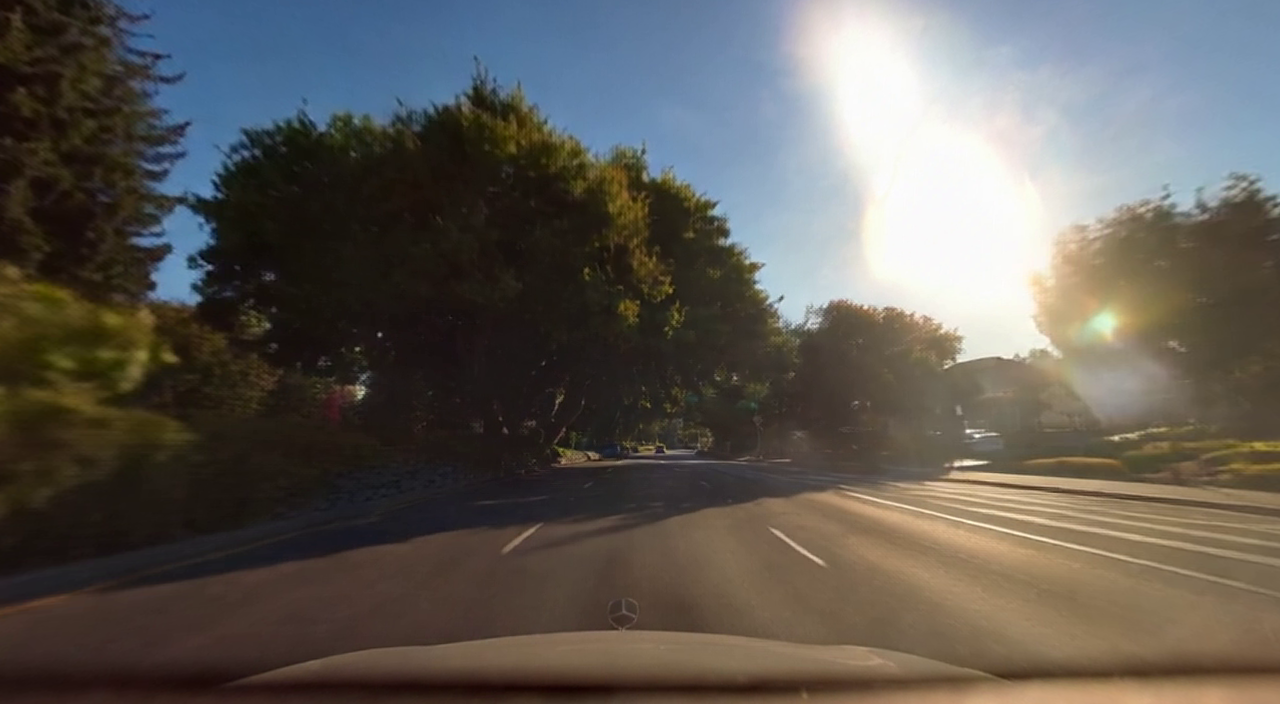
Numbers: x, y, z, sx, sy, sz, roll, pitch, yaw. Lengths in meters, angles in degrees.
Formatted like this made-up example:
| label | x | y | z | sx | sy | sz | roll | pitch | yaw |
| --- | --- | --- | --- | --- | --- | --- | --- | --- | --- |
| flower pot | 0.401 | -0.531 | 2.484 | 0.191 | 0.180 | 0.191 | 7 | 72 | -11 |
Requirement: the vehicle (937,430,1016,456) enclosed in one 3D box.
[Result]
| label | x | y | z | sx | sy | sz | roll | pitch | yaw |
| --- | --- | --- | --- | --- | --- | --- | --- | --- | --- |
| vehicle | 19.868 | 5.393 | 37.348 | 3.688 | 1.489 | 1.667 | 1 | -9 | -4 |
